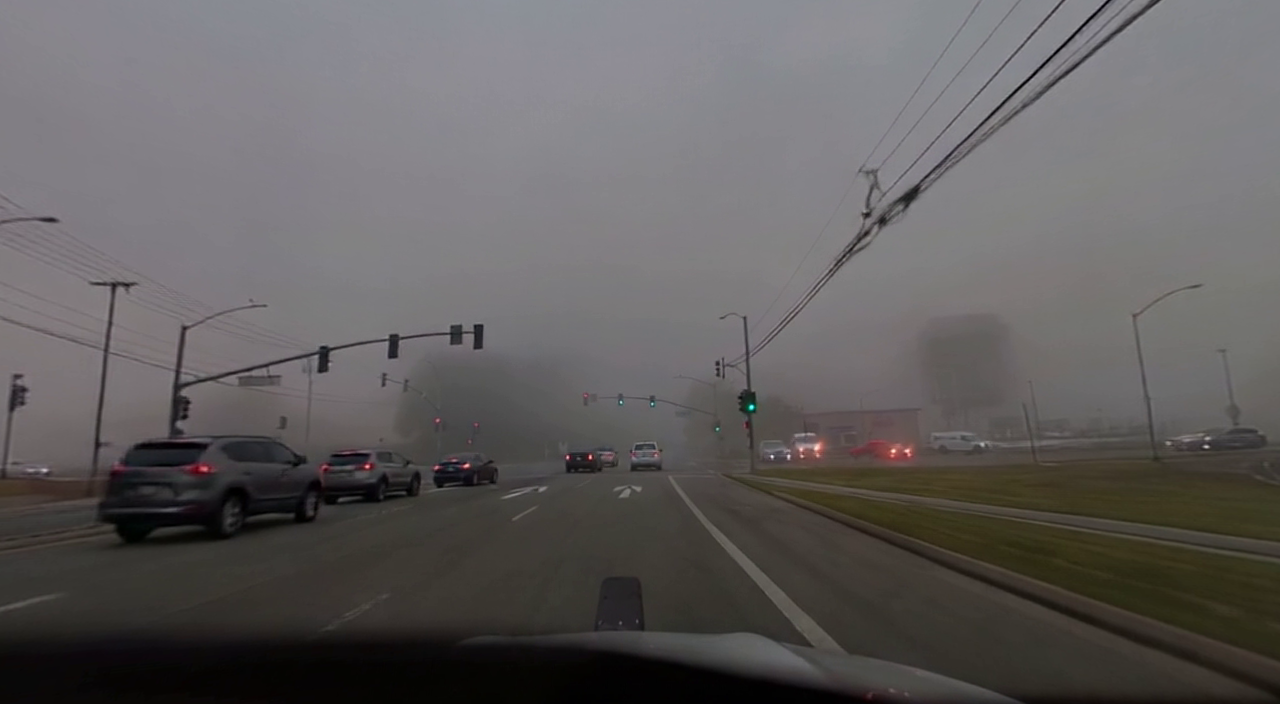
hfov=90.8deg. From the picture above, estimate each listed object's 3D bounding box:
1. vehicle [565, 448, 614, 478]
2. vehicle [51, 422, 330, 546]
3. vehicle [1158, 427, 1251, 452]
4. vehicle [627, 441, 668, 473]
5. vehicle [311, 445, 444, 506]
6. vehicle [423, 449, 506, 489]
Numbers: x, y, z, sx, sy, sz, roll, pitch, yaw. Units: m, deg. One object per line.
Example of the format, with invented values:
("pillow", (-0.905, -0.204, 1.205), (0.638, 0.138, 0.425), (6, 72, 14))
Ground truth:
("vehicle", (-2.635, 5.870, 33.792), (2.064, 1.464, 4.373), (0, -8, 2))
("vehicle", (-7.480, 2.205, 11.177), (1.860, 1.754, 4.089), (0, -8, 1))
("vehicle", (44.092, 6.875, 49.450), (4.988, 1.916, 2.172), (-1, -8, 4))
("vehicle", (0.530, 6.378, 38.646), (2.276, 1.850, 3.897), (-1, -8, 4))
("vehicle", (-7.528, 3.544, 18.646), (1.912, 1.573, 4.299), (0, -8, 2))
("vehicle", (-7.058, 4.741, 25.942), (1.904, 1.449, 4.580), (0, -8, 3))
